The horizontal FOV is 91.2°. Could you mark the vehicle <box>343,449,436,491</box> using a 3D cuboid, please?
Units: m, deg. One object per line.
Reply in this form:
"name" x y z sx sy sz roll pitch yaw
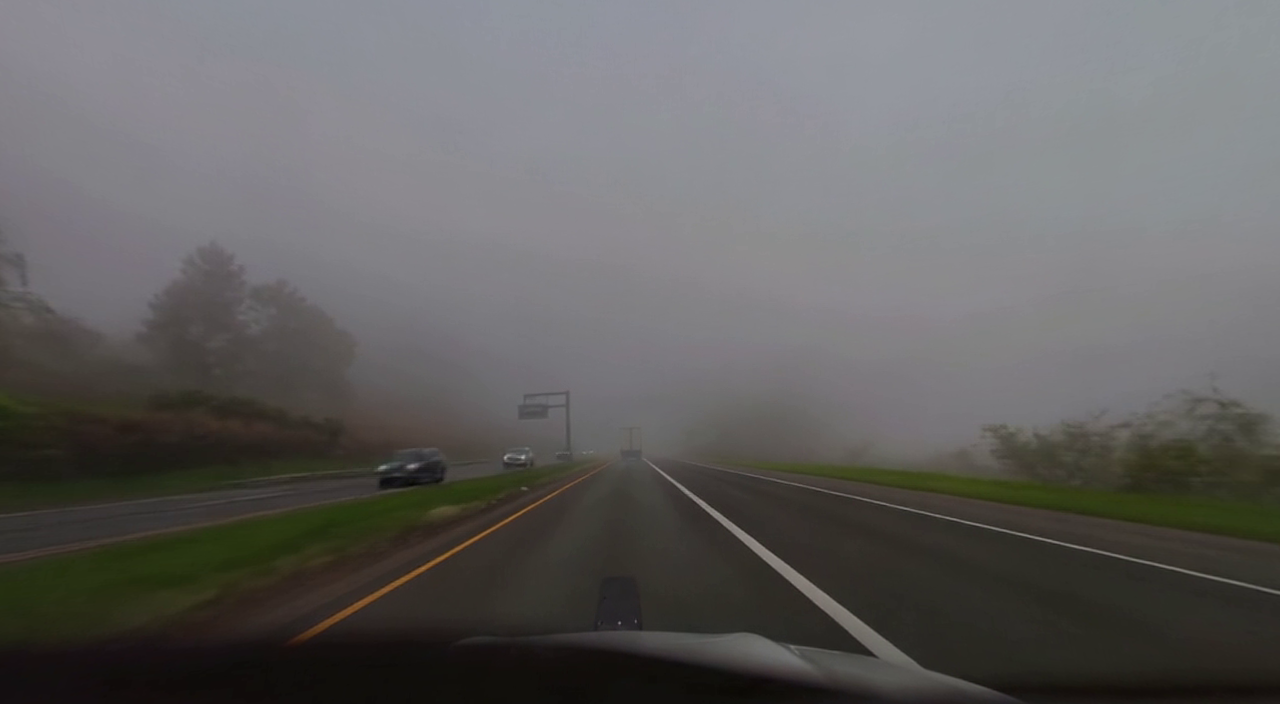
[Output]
"vehicle" -10.044 4.720 25.520 1.930 1.526 4.458 0 -9 0
